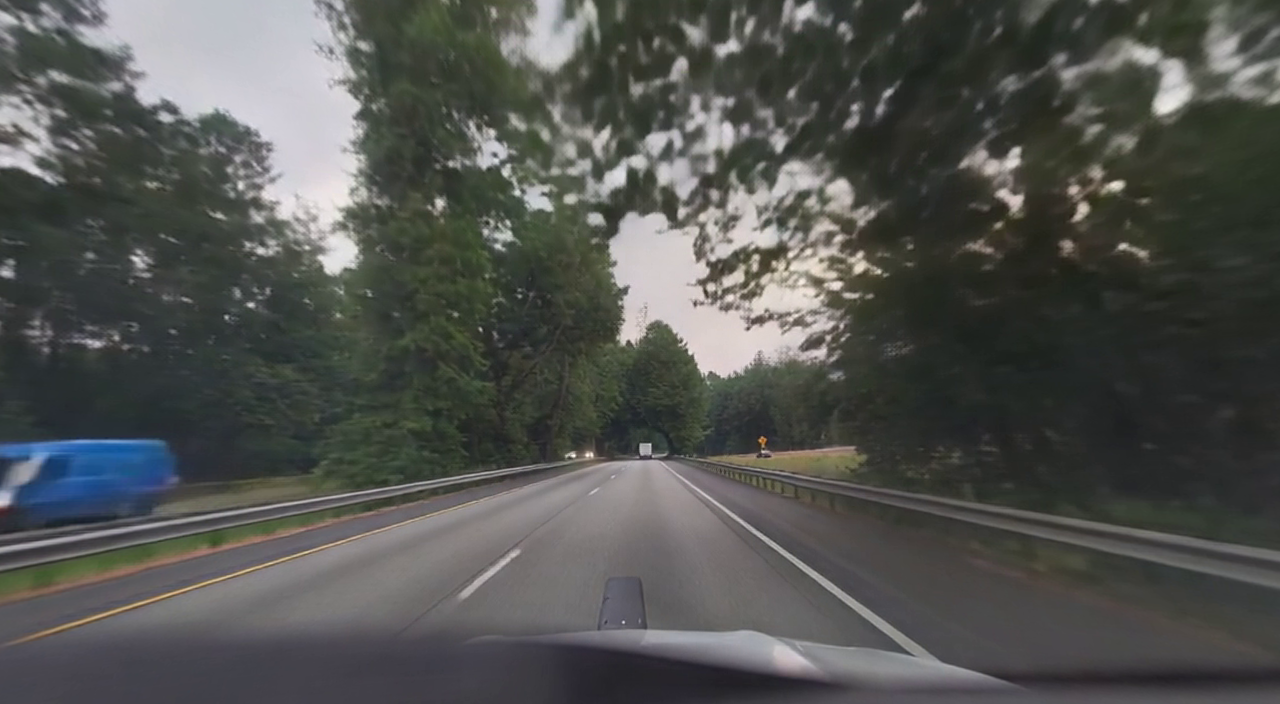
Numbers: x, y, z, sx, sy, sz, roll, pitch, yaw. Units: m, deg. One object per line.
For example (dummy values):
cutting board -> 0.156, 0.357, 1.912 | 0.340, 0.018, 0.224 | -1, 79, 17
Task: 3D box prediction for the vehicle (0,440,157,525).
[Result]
vehicle -> -15.514, 3.268, 16.257 | 2.140, 1.899, 4.803 | 0, -9, 2
